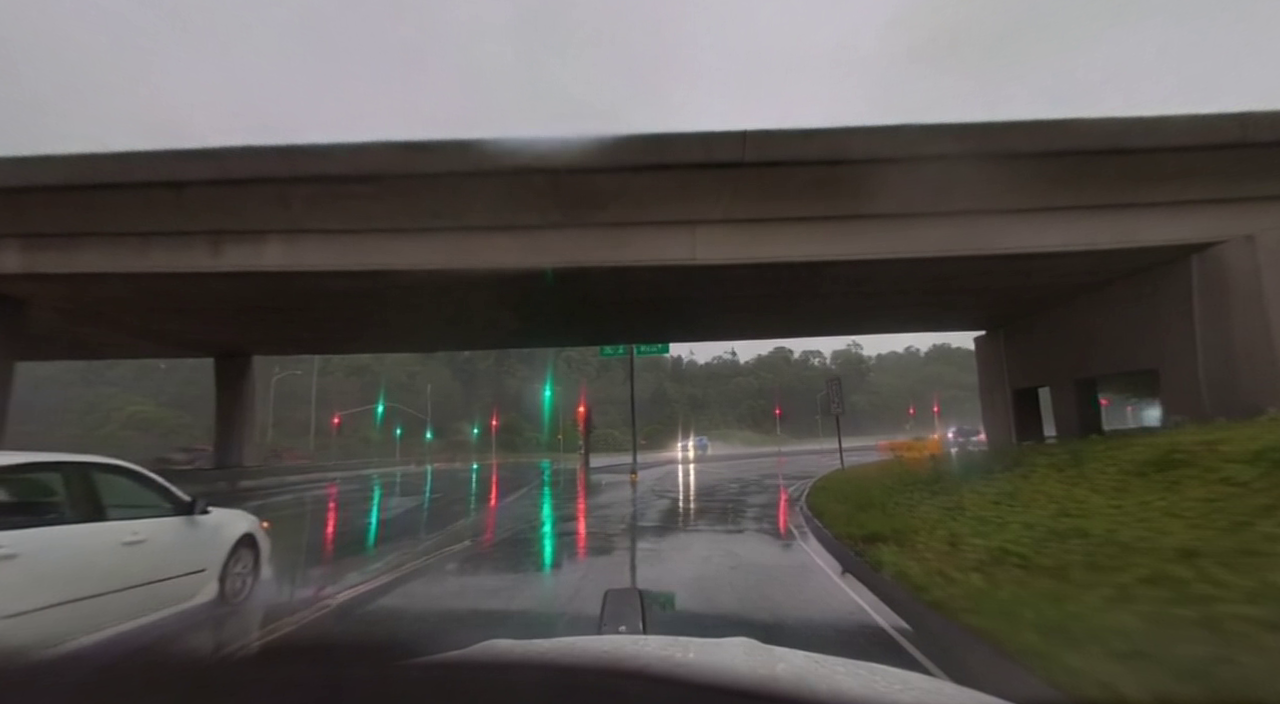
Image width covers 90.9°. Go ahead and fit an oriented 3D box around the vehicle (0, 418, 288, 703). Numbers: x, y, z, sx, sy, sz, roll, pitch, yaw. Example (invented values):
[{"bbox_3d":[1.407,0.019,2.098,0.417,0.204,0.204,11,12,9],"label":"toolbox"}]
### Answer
[{"bbox_3d":[-4.337,1.179,3.853,1.963,1.460,4.614,0,-9,-4],"label":"vehicle"}]
